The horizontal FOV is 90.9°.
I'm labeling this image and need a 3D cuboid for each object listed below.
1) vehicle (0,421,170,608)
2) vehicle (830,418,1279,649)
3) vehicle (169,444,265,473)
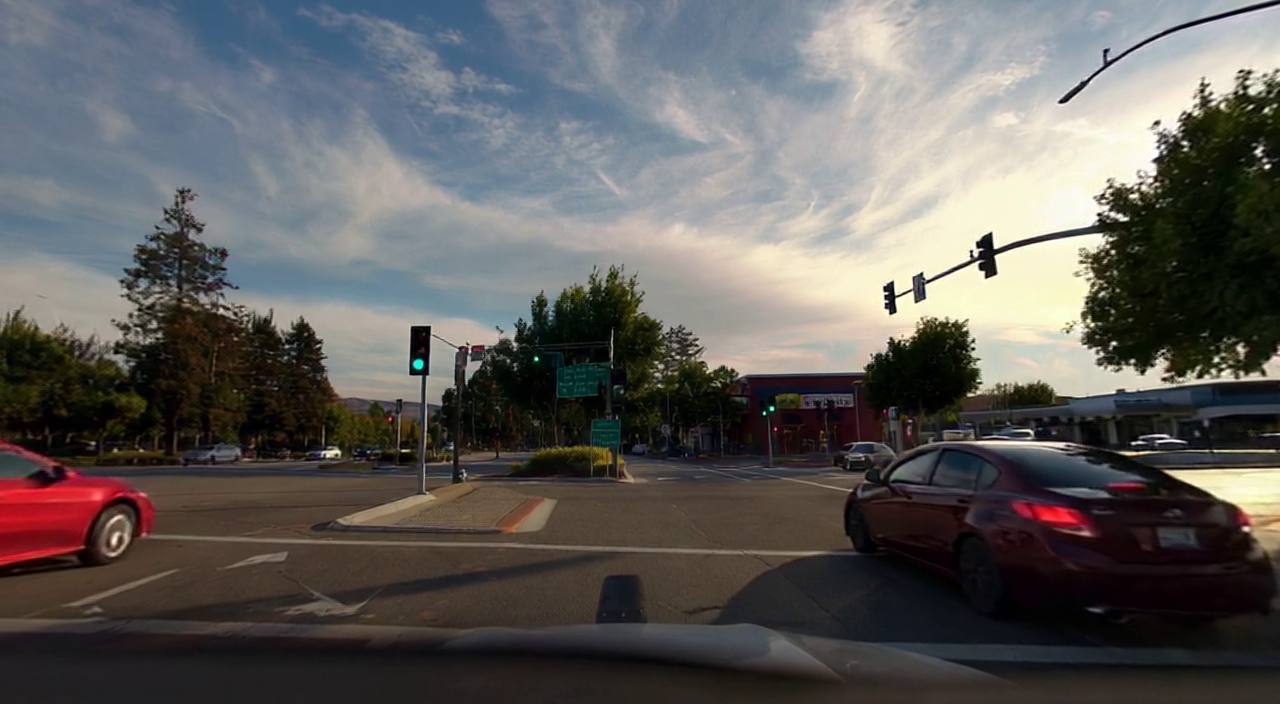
[{"bbox_3d":[-6.068,1.224,4.521,1.995,1.470,4.556,0,-8,-2],"label":"vehicle"},{"bbox_3d":[3.821,1.523,6.512,1.940,1.487,4.562,1,-8,-5],"label":"vehicle"},{"bbox_3d":[-23.435,5.904,35.144,2.201,1.483,4.656,0,-8,-2],"label":"vehicle"}]
